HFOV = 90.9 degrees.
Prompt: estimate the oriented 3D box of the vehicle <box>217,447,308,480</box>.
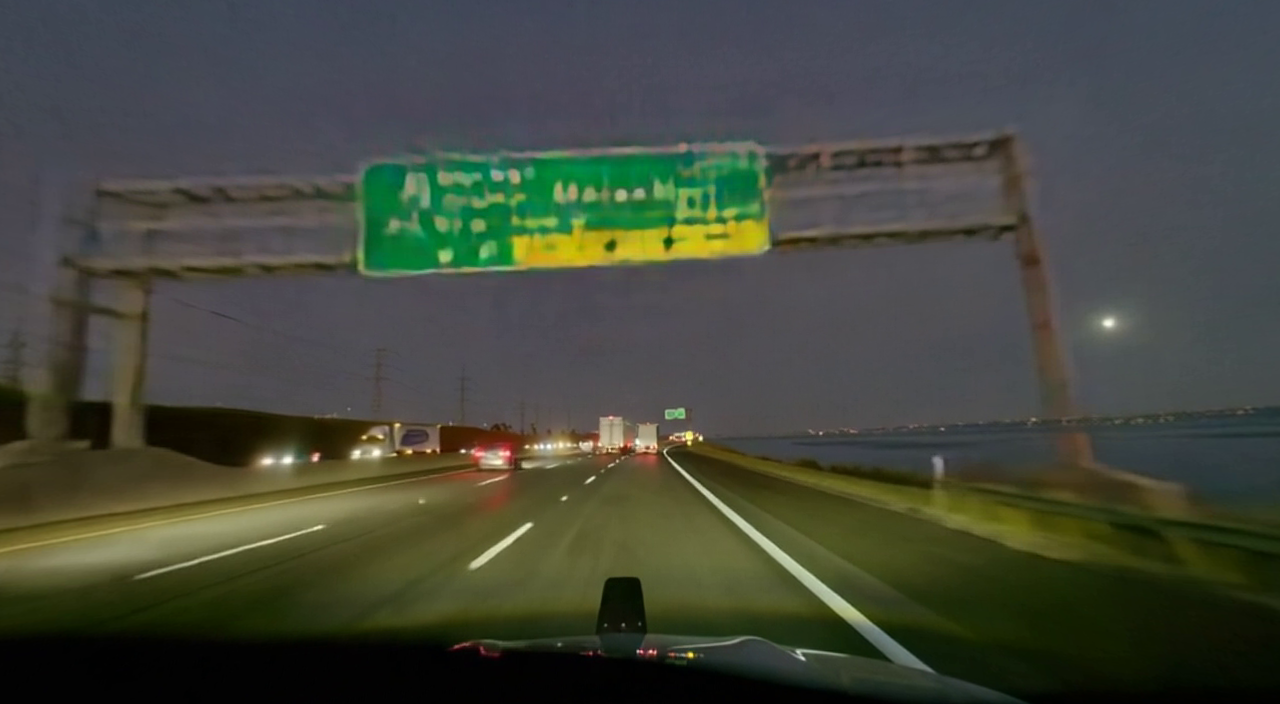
[{"bbox_3d":[-20.789,6.123,35.029,2.162,1.661,4.641,0,-8,0],"label":"vehicle"}]
